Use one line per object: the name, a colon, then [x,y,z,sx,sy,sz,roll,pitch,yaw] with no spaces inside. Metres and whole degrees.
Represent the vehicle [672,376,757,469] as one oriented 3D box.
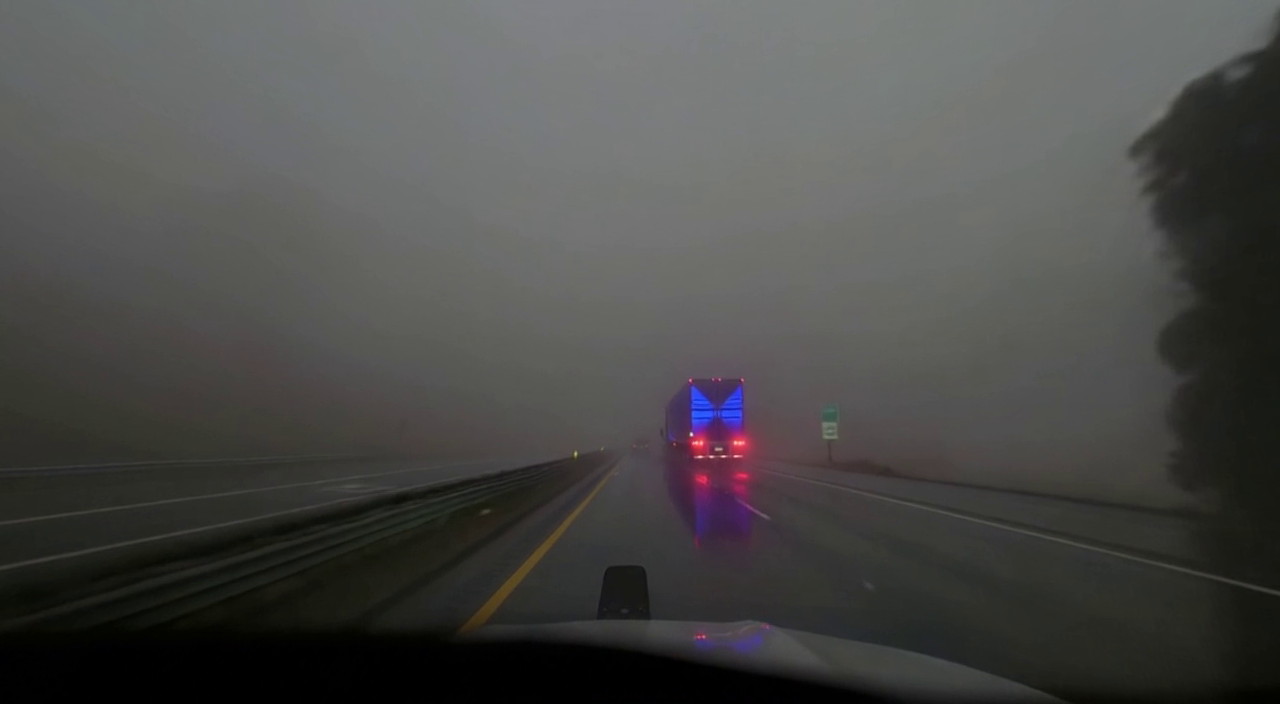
vehicle: [4.003,4.417,37.817,3.615,4.578,13.539,0,-8,1]
